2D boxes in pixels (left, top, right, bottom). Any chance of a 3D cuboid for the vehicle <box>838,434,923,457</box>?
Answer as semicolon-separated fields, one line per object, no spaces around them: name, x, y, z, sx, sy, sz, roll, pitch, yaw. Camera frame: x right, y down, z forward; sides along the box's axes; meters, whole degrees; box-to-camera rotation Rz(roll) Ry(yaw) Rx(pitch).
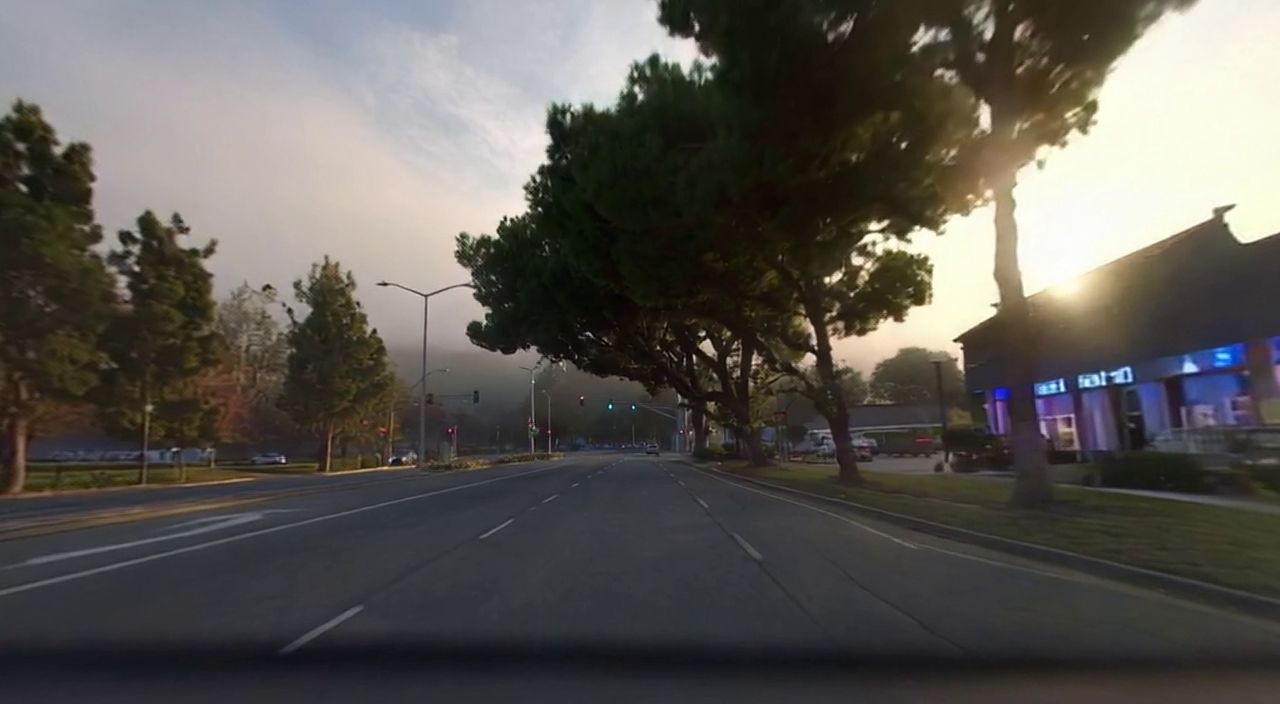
vehicle;16.339;6.394;42.924;4.960;1.505;1.941;0;-8;0
